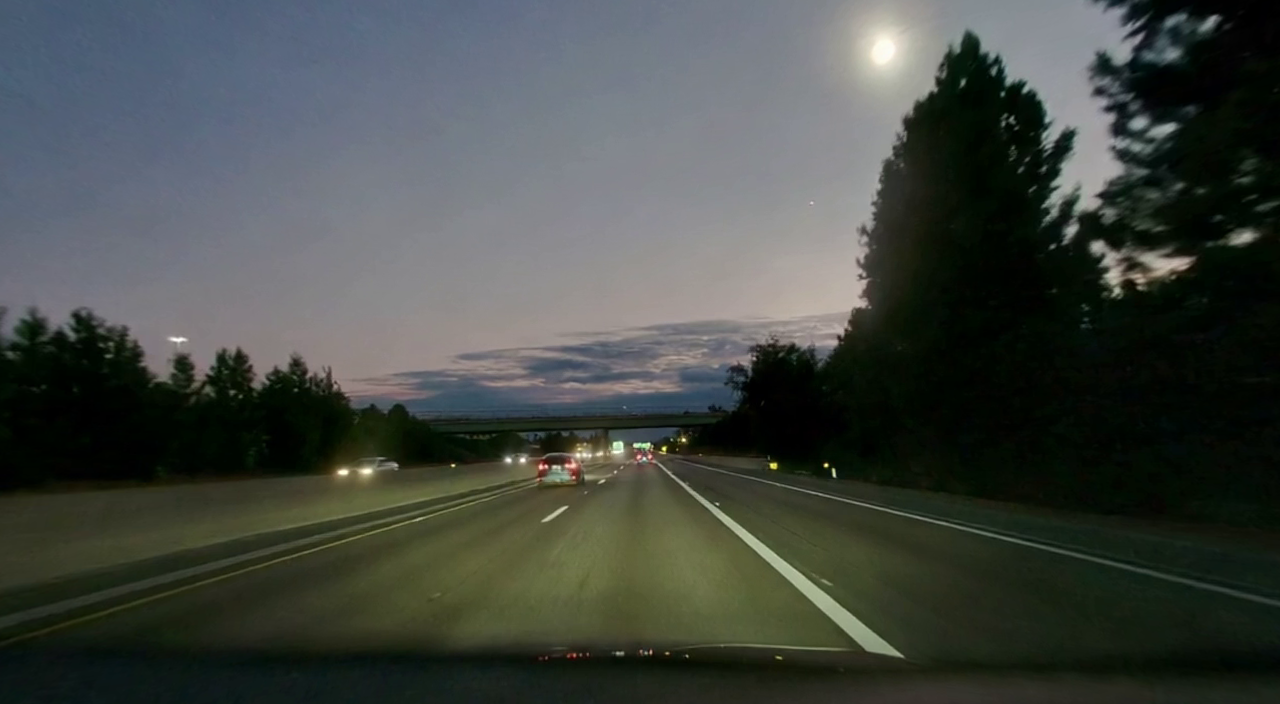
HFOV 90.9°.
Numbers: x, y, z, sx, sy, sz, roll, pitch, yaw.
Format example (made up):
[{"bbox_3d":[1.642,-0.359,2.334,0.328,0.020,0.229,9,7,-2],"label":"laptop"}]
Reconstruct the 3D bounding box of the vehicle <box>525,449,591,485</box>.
[{"bbox_3d":[-3.488,5.017,27.799,2.293,1.462,4.452,0,-9,0],"label":"vehicle"}]
